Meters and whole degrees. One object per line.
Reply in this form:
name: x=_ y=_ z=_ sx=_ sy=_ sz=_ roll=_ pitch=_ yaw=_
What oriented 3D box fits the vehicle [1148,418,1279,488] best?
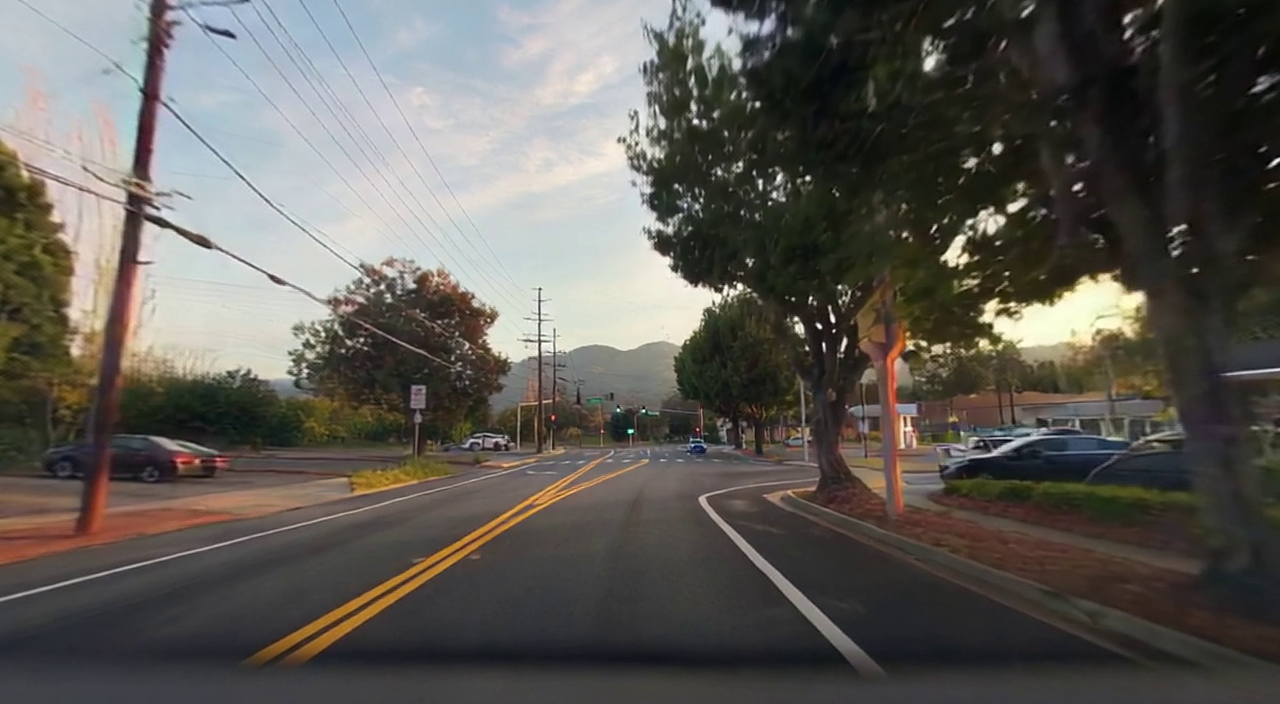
vehicle: x=16.192 y=2.619 z=16.335 sx=4.102 sy=1.683 sz=1.879 roll=-1 pitch=-9 yaw=4

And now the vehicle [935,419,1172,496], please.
vehicle: x=10.586 y=2.755 z=16.568 sx=4.736 sy=1.816 sz=1.999 roll=-3 pitch=-9 yaw=17

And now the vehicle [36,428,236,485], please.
vehicle: x=-15.258 y=3.202 z=19.469 sx=2.009 sy=1.526 sz=4.730 roll=-1 pitch=-9 yaw=5
